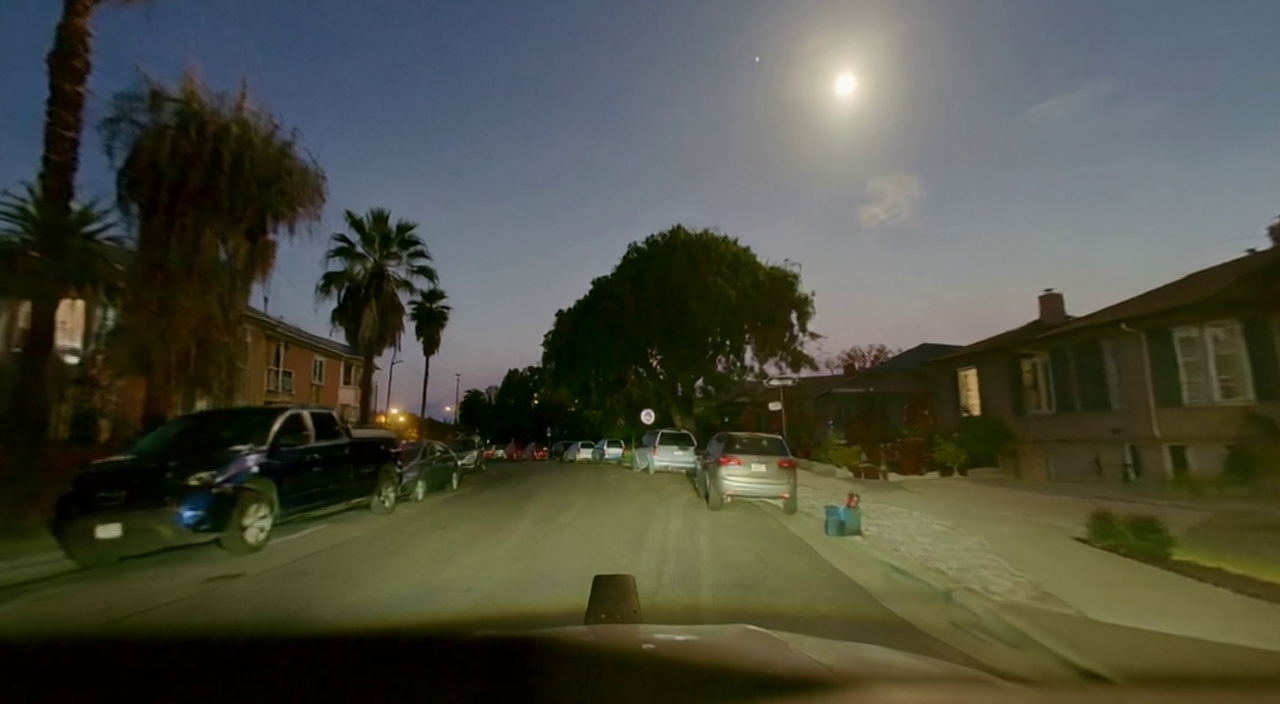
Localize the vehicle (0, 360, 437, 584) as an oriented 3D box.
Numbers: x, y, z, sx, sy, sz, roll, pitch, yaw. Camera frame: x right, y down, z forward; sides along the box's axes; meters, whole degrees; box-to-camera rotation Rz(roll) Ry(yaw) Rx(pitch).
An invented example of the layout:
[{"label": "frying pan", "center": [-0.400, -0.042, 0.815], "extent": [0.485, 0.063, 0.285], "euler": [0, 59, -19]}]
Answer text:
[{"label": "vehicle", "center": [-5.557, 1.639, 9.491], "extent": [2.624, 2.178, 6.522], "euler": [0, -8, 2]}]

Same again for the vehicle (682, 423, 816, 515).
[{"label": "vehicle", "center": [2.124, 2.459, 13.733], "extent": [2.076, 1.658, 4.604], "euler": [0, -8, 0]}]

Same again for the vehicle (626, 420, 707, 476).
[{"label": "vehicle", "center": [0.930, 3.807, 25.110], "extent": [2.139, 1.997, 4.864], "euler": [2, -9, -11]}]

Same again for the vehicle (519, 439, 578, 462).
[{"label": "vehicle", "center": [-6.591, 6.980, 44.798], "extent": [2.108, 1.503, 4.977], "euler": [6, -10, -35]}]
